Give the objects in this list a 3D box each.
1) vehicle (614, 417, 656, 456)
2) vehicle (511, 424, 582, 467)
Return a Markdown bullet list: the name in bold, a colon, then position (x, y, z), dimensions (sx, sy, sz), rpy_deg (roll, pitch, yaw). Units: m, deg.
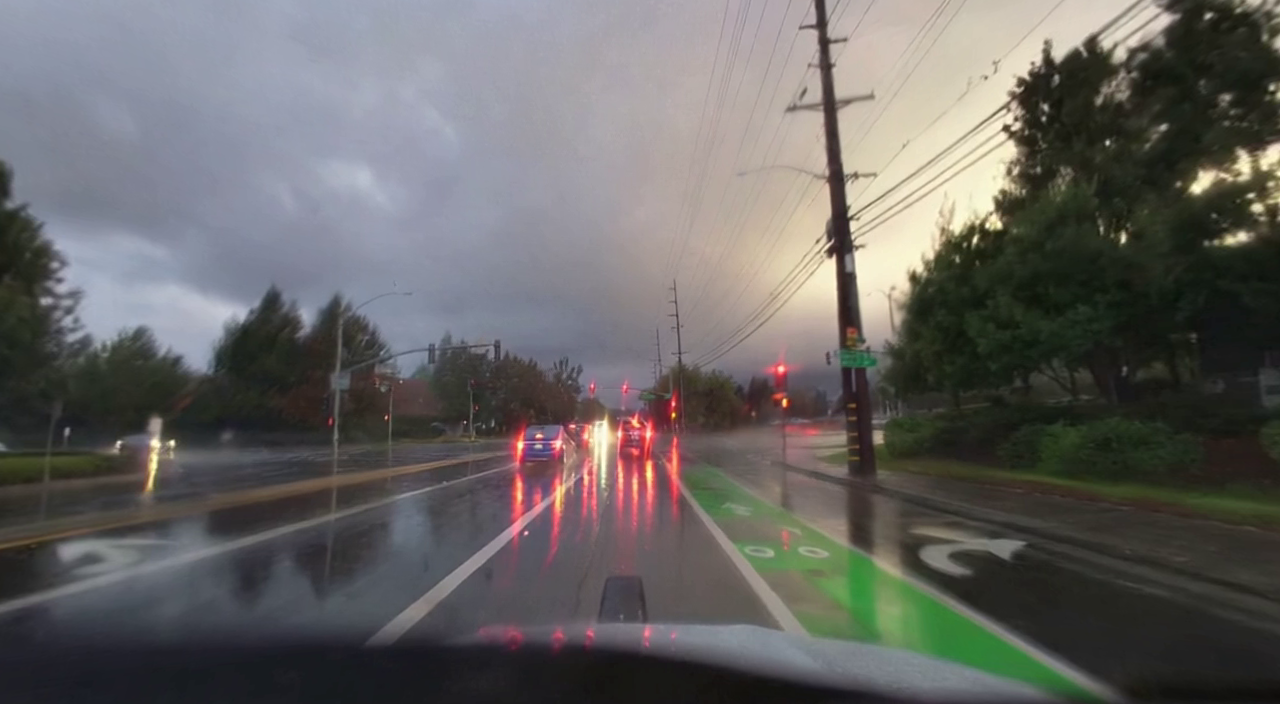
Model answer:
- **vehicle**: position (-0.291, 4.489, 33.565), dimensions (2.036, 1.885, 5.196), rpy_deg (1, -8, -1)
- **vehicle**: position (-3.669, 3.711, 25.761), dimensions (2.138, 1.488, 5.327), rpy_deg (1, -6, -1)
